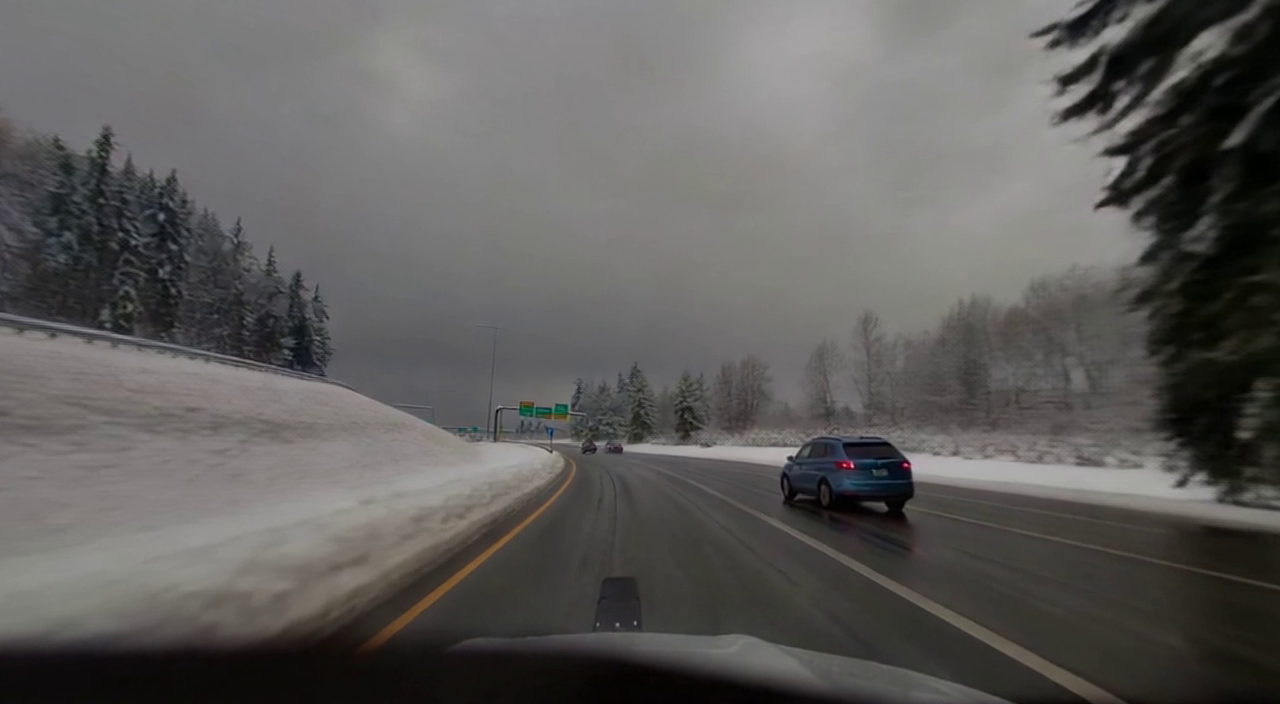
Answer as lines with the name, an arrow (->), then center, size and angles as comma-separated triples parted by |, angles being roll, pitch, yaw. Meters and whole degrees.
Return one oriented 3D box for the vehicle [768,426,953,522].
vehicle -> 4.052, 2.319, 12.367 | 1.952, 1.536, 4.036 | 0, -9, -3
